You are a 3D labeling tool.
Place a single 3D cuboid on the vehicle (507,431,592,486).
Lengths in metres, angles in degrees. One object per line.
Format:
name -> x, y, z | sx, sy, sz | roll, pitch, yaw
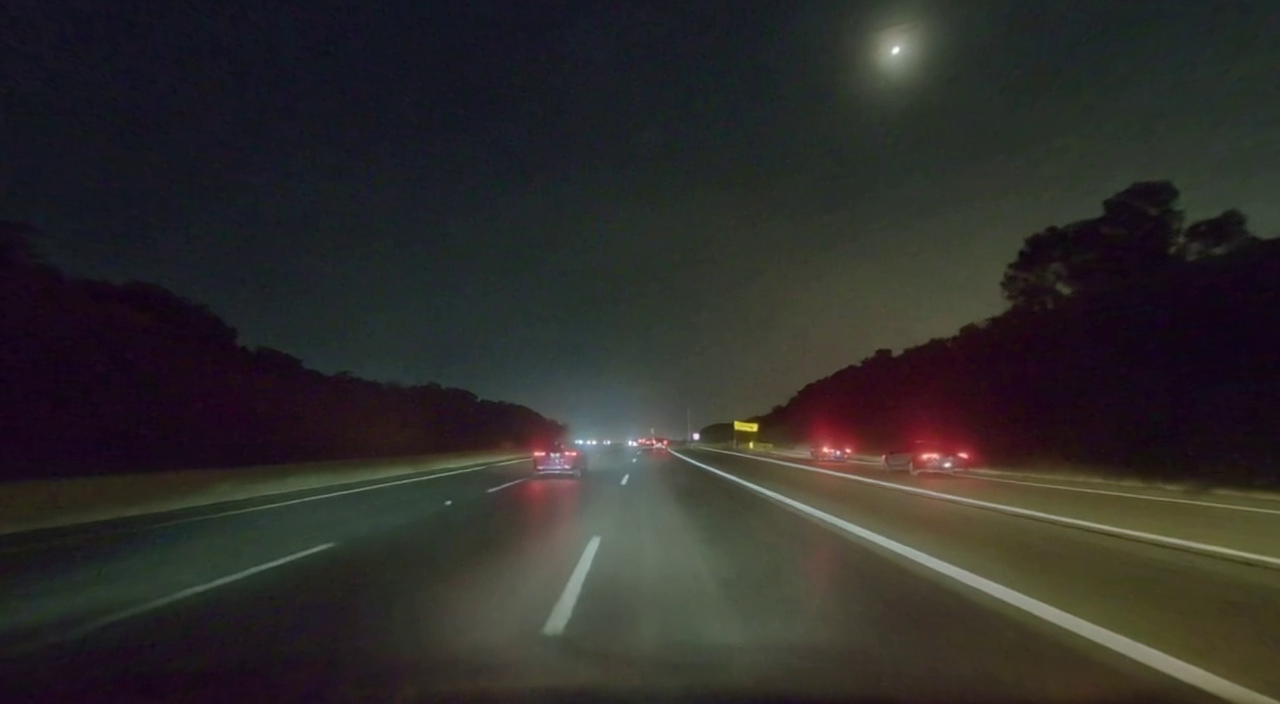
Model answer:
vehicle -> -2.796, 3.379, 20.434 | 2.039, 1.589, 4.324 | 0, -8, 1
